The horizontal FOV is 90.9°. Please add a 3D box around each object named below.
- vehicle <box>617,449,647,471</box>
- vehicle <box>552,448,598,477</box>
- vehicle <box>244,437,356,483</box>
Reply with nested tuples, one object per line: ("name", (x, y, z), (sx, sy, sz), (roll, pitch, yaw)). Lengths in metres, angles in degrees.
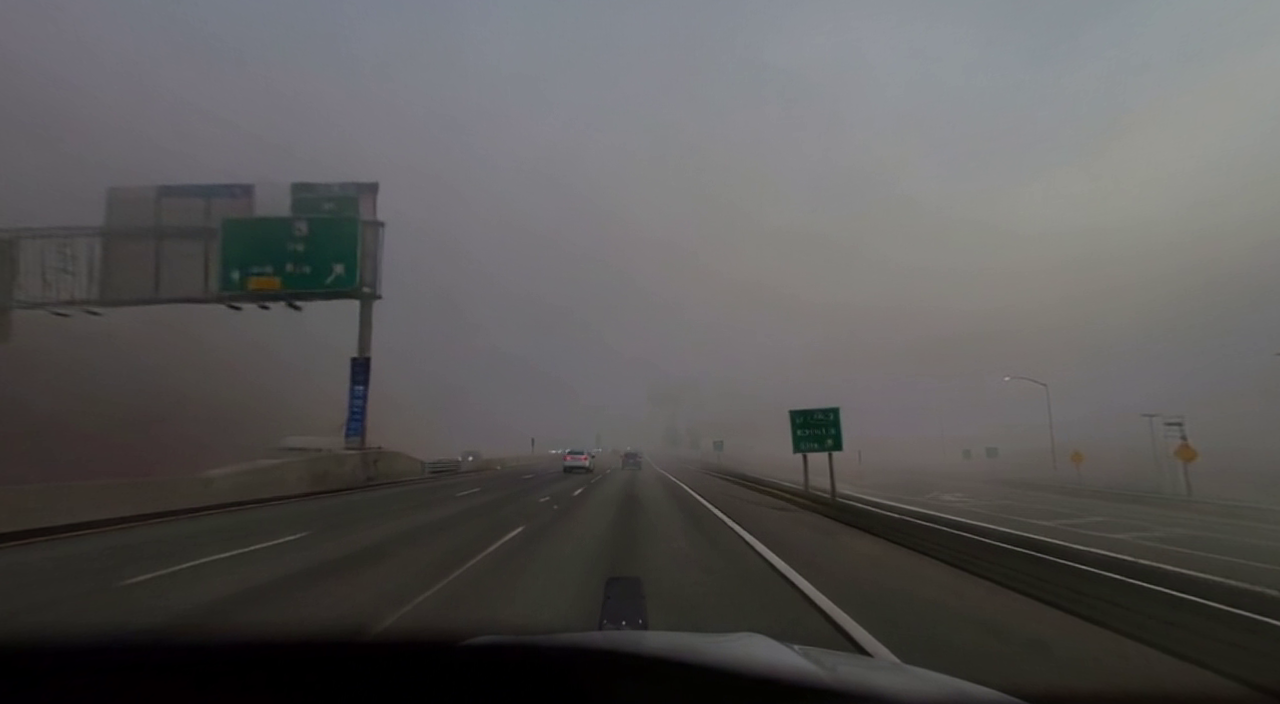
("vehicle", (-0.576, 7.777, 45.656), (2.100, 1.471, 3.956), (0, -8, 0))
("vehicle", (-3.617, 6.204, 35.805), (2.067, 1.509, 4.551), (0, -8, 0))
("vehicle", (-14.038, 4.470, 26.455), (1.813, 1.728, 5.143), (0, -8, 0))
